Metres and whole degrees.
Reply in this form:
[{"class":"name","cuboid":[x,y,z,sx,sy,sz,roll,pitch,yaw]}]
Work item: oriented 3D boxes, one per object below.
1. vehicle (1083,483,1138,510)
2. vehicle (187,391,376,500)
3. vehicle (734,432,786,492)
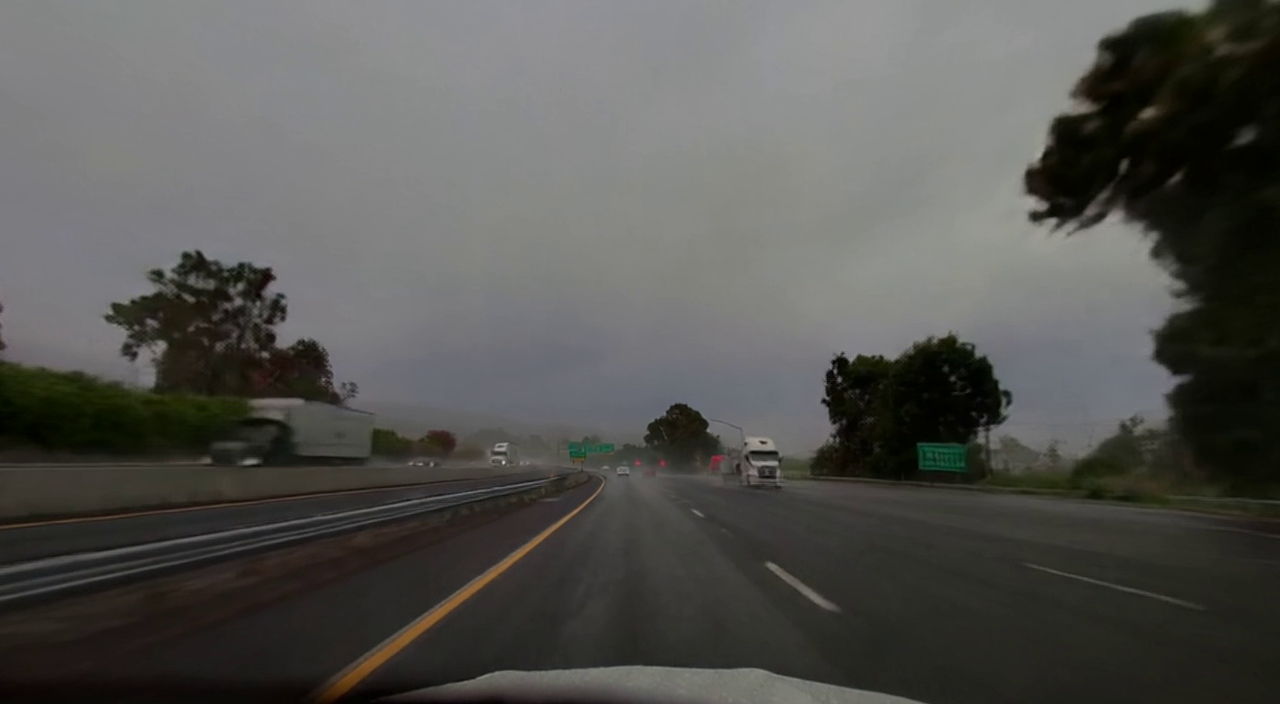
[{"class":"vehicle","cuboid":[29.295,8.979,39.230,1.701,1.471,3.592,-3,-11,21]},{"class":"vehicle","cuboid":[-13.881,3.911,25.479,2.965,3.646,8.166,1,-11,-2]},{"class":"vehicle","cuboid":[7.771,7.231,41.279,2.282,3.633,4.740,1,-10,-2]}]
